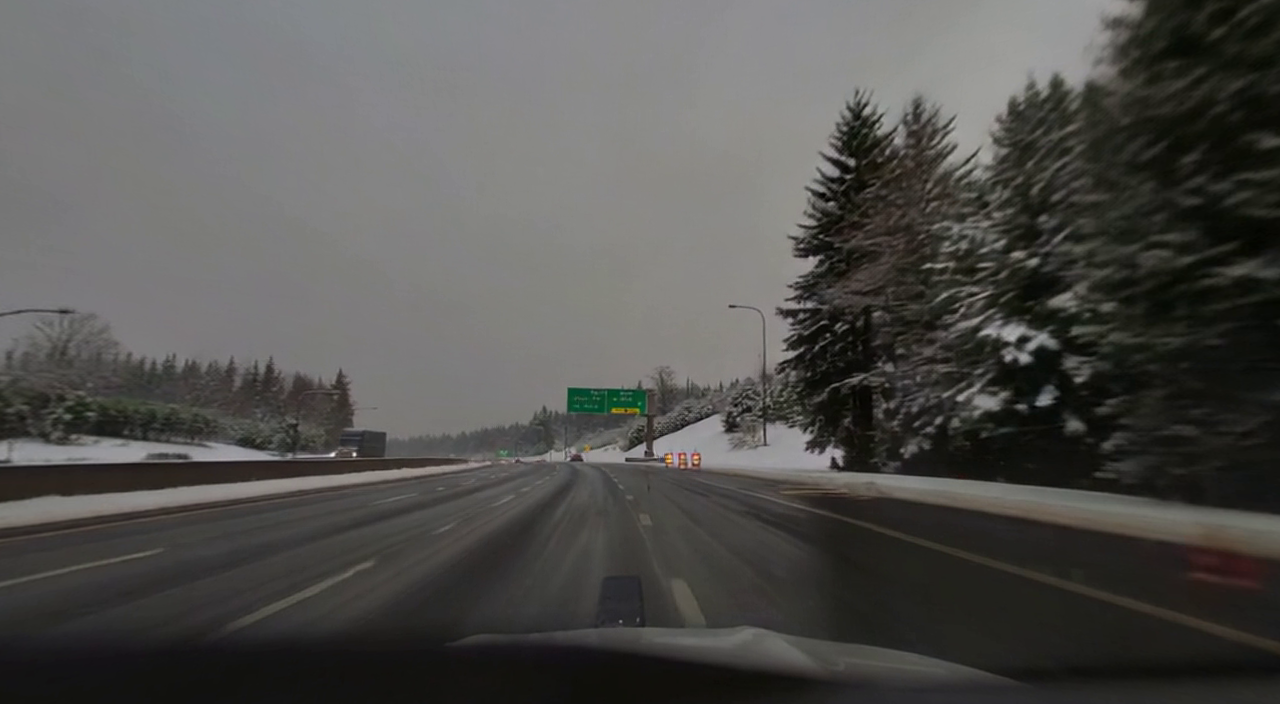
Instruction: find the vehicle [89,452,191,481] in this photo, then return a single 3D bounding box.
[{"bbox_3d":[-28.414,6.499,36.031,2.148,1.505,4.735,0,-9,-4],"label":"vehicle"}]
